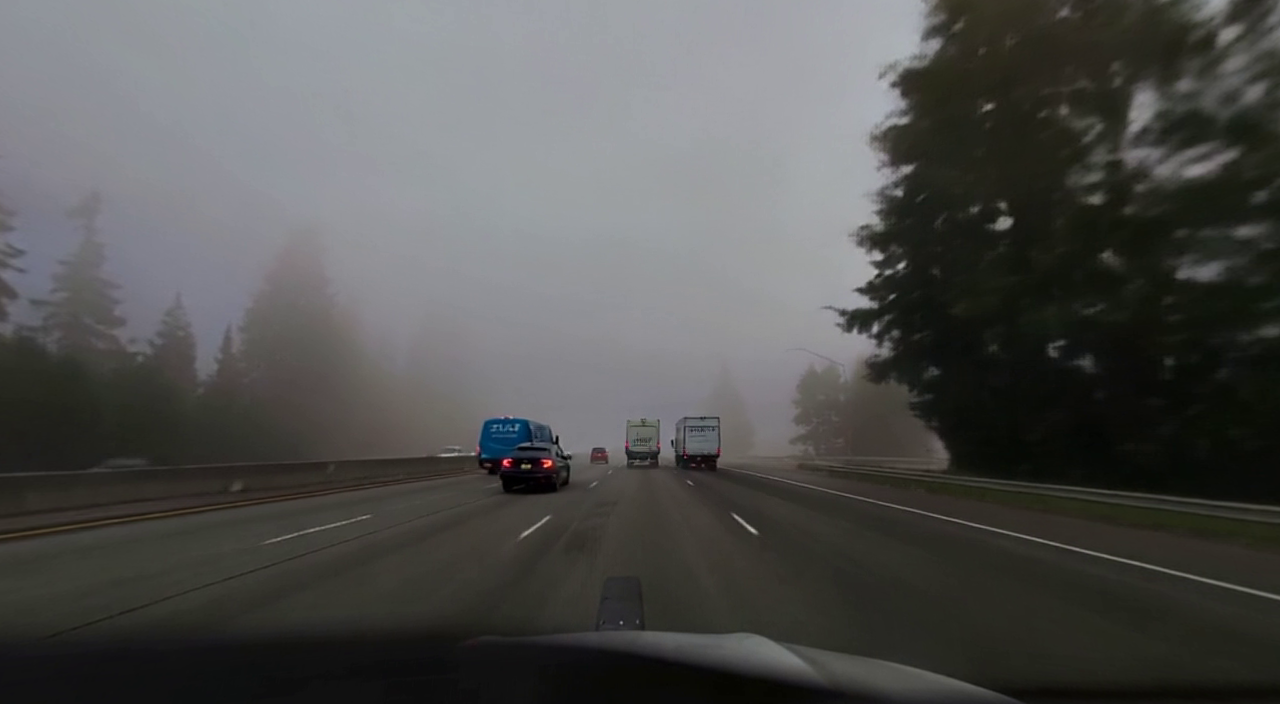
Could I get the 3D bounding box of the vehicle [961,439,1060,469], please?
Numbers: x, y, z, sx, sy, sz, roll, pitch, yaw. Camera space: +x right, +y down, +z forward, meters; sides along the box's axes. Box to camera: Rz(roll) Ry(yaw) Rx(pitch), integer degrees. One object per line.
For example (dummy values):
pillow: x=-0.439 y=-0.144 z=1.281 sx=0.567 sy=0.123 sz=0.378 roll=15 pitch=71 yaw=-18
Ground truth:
vehicle: x=22.012 y=6.083 z=37.605 sx=2.108 sy=1.659 sz=4.515 roll=7 pitch=-12 yaw=-40

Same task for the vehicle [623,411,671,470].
vehicle: x=0.402 y=6.865 z=48.539 sx=3.201 sy=4.019 sz=10.918 roll=0 pitch=-9 yaw=-1

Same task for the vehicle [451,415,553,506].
vehicle: x=-3.637 y=2.946 z=17.357 sx=2.033 sy=2.234 sz=3.490 roll=0 pitch=-9 yaw=-1

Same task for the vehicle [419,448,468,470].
vehicle: x=-13.271 y=7.228 z=42.766 sx=1.835 sy=1.418 sz=4.358 roll=0 pitch=-9 yaw=1

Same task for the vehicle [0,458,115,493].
vehicle: x=-28.074 y=5.887 z=30.326 sx=1.774 sy=1.479 sz=4.454 roll=0 pitch=-9 yaw=0
